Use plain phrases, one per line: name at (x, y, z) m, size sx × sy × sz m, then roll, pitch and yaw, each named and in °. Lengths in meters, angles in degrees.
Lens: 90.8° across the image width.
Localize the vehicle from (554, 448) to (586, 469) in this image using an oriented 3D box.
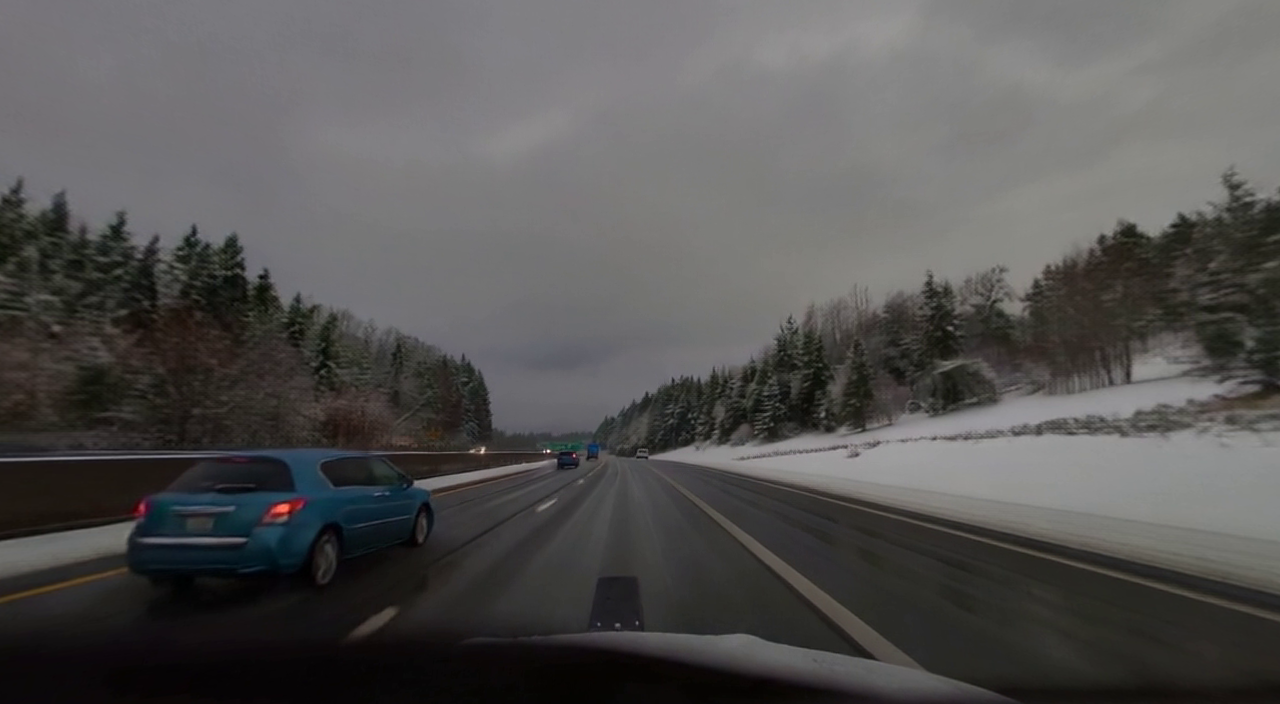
vehicle at (-5.168, 7.902, 47.026) m, size 2.049 × 1.521 × 4.366 m, roll 0°, pitch -9°, yaw -2°

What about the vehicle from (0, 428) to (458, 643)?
vehicle at (-3.738, 1.673, 7.004) m, size 1.957 × 1.499 × 4.965 m, roll 0°, pitch -9°, yaw 0°
